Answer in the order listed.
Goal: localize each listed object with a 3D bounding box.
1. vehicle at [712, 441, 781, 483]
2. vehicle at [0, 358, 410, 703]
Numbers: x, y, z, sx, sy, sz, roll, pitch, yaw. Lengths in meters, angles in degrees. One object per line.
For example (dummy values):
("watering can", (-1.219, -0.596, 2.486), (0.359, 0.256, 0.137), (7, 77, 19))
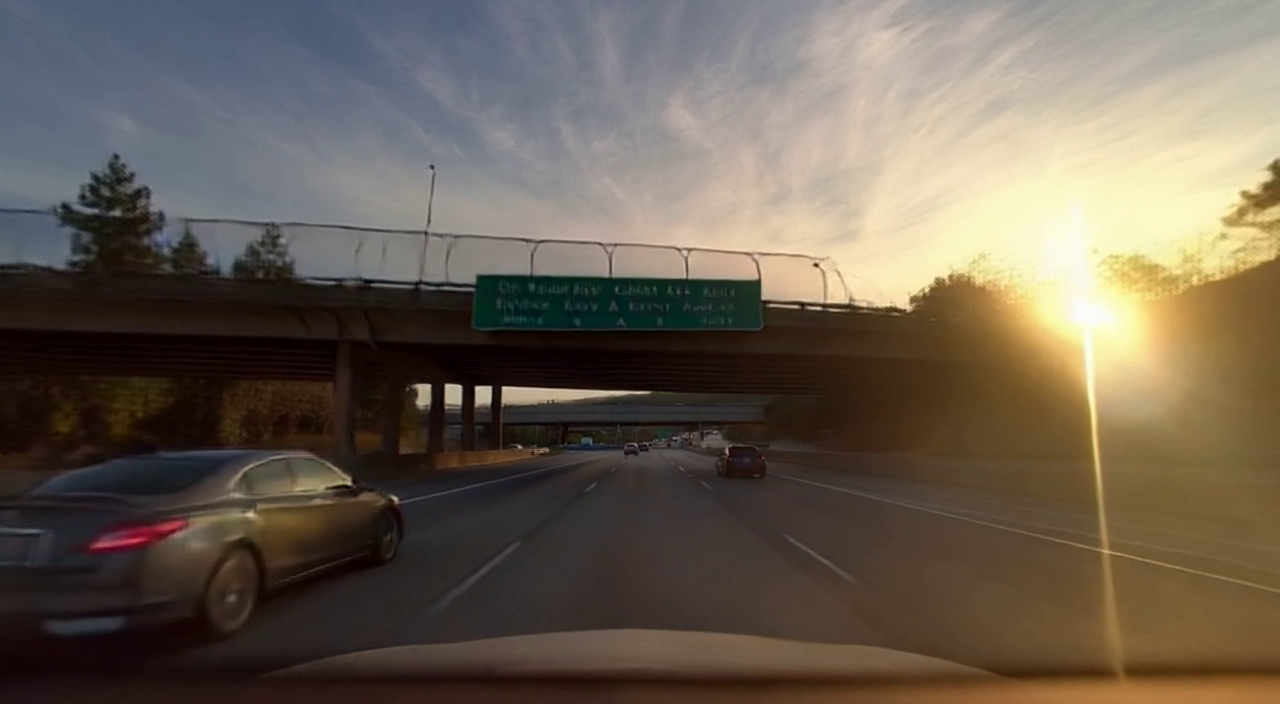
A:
("vehicle", (4.065, 4.251, 24.774), (1.908, 1.483, 4.259), (0, -8, -1))
("vehicle", (-3.740, 1.171, 4.509), (2.259, 1.706, 4.924), (0, -8, 1))
